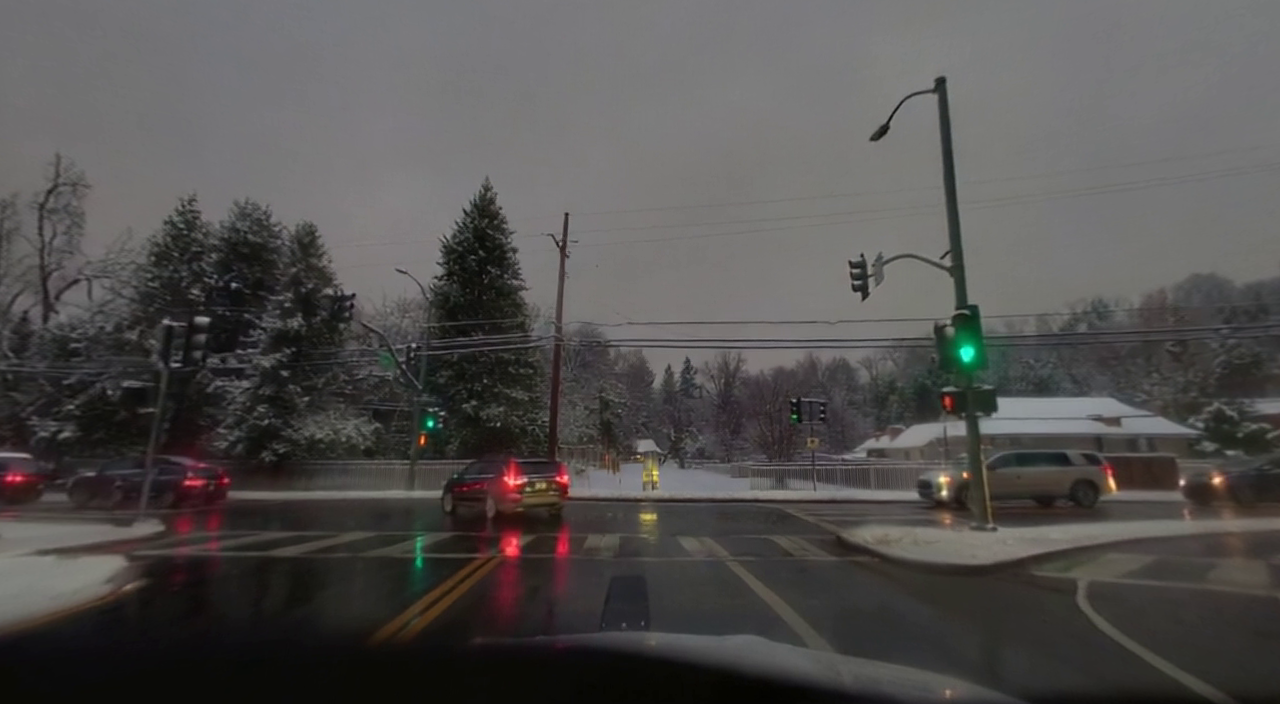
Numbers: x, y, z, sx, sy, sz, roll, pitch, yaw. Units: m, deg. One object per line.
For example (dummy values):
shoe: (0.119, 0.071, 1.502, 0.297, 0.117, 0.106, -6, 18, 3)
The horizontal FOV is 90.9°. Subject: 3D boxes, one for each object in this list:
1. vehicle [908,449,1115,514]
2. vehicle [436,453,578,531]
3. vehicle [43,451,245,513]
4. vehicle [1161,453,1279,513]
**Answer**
vehicle: (10.530, 3.674, 18.228, 4.600, 1.722, 2.074, -1, -9, 5)
vehicle: (-3.391, 3.249, 15.363, 2.078, 1.506, 4.512, 5, -10, -29)
vehicle: (-14.405, 3.743, 18.455, 4.485, 1.625, 1.980, -1, -9, 8)
vehicle: (17.926, 3.693, 17.951, 4.254, 1.558, 1.960, -1, -9, 5)
